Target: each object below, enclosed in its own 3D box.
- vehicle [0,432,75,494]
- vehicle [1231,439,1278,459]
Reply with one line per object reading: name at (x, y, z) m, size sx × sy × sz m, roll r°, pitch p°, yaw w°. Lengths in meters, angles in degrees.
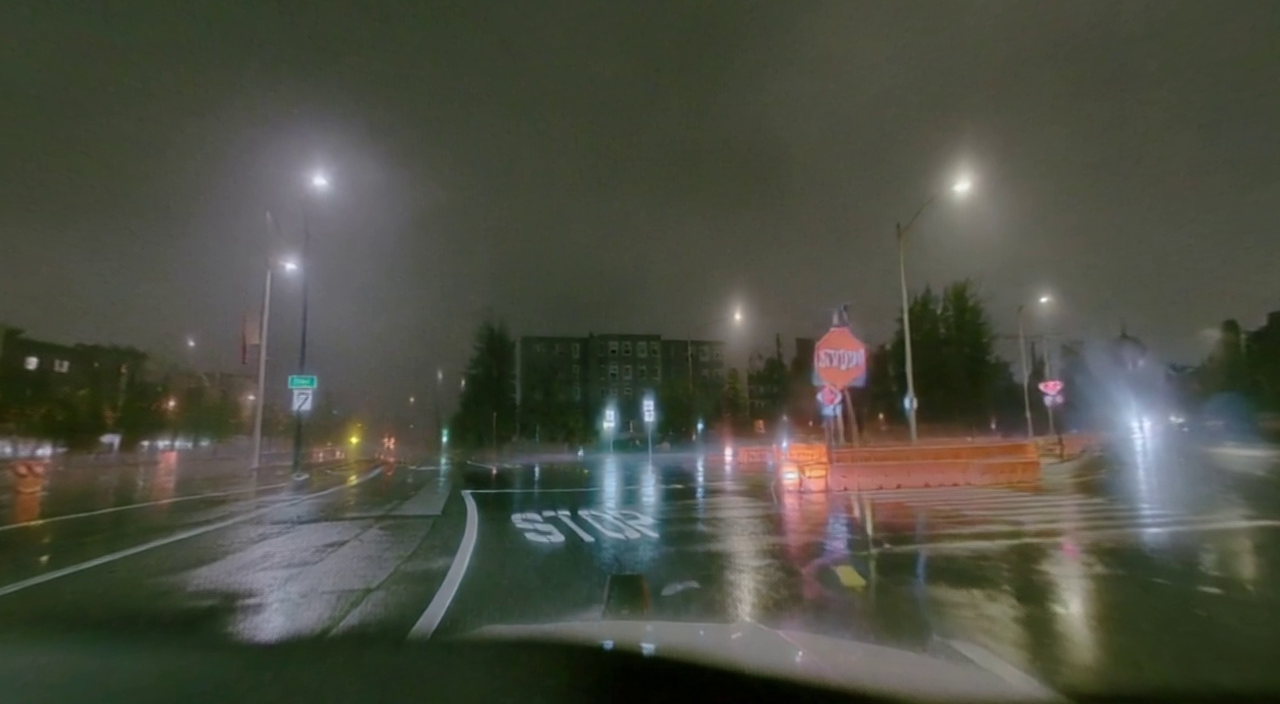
vehicle at (-19.329, 3.425, 19.623) m, size 2.159 × 1.734 × 4.292 m, roll 9°, pitch -12°, yaw -44°
vehicle at (45.954, 7.251, 47.175) m, size 1.752 × 1.399 × 4.468 m, roll -6°, pitch -11°, yaw 35°
